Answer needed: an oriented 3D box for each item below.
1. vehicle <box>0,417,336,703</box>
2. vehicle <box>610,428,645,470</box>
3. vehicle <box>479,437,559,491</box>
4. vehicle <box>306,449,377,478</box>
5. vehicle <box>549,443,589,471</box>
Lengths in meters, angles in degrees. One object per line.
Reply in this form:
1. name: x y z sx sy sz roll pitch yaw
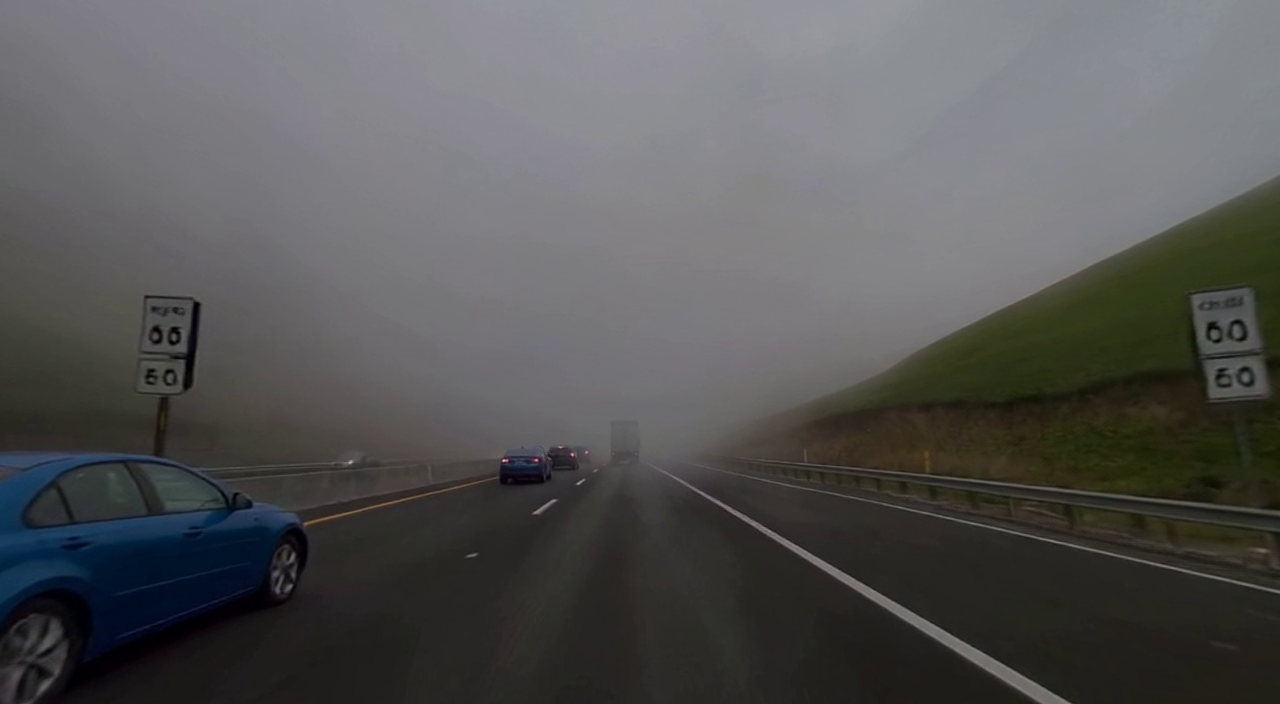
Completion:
1. vehicle: -3.826 1.143 3.573 1.988 1.440 4.504 0 -9 -1
2. vehicle: -0.783 6.571 42.899 2.227 2.611 5.900 0 -9 0
3. vehicle: -4.171 3.944 22.523 2.073 1.694 4.162 0 -9 -1
4. vehicle: -16.828 6.277 35.838 1.877 1.492 4.346 0 -9 0
5. vehicle: -4.314 6.465 38.878 2.044 1.624 4.032 0 -9 0
